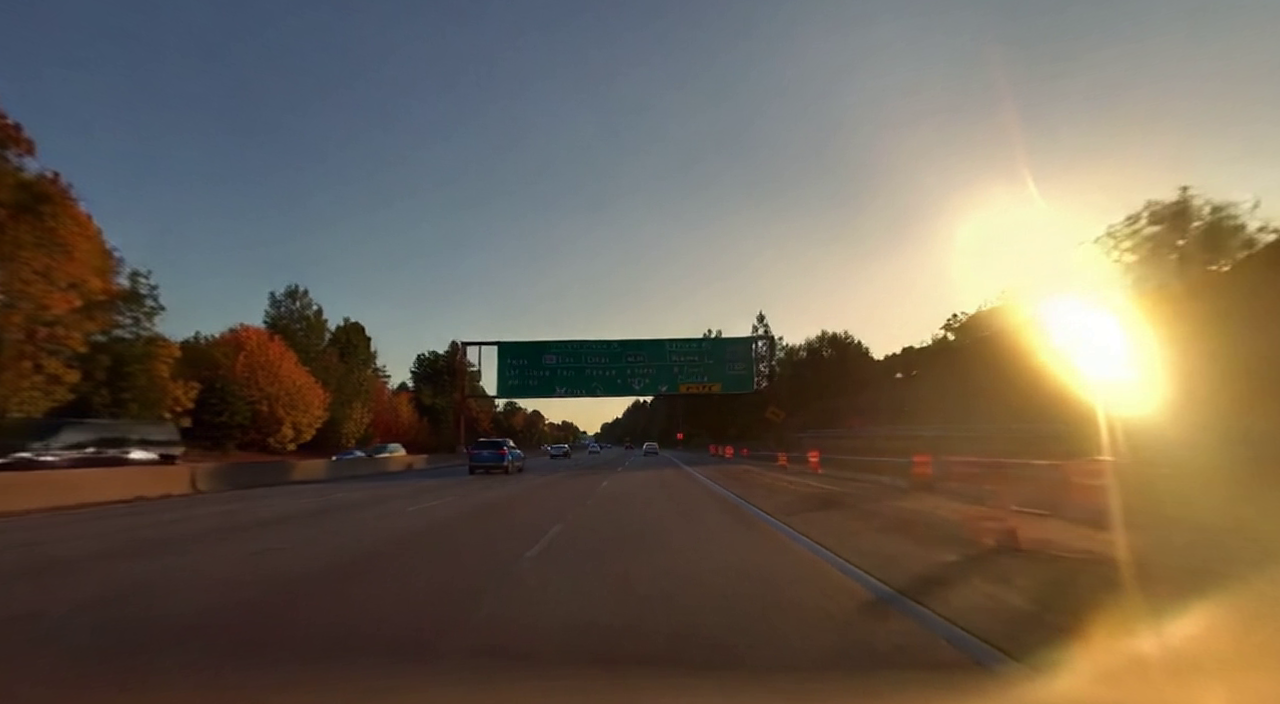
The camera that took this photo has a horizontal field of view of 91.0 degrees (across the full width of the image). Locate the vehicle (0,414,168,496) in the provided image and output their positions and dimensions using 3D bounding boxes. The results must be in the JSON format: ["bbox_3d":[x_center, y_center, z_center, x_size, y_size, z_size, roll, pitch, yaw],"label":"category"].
[{"bbox_3d":[-18.530,3.173,19.654,2.592,2.186,6.335,0,-9,1],"label":"vehicle"}]

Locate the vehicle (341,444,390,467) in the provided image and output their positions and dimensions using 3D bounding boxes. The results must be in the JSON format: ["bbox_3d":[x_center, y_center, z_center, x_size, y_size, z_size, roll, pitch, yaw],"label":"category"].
[{"bbox_3d":[-18.233,6.867,42.009,1.582,1.440,3.554,0,-9,1],"label":"vehicle"}]

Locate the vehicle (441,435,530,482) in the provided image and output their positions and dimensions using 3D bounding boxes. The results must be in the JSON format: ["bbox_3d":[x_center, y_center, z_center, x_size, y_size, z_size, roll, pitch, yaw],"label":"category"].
[{"bbox_3d":[-6.204,4.339,25.951,2.402,1.733,4.512,0,-9,2],"label":"vehicle"}]
